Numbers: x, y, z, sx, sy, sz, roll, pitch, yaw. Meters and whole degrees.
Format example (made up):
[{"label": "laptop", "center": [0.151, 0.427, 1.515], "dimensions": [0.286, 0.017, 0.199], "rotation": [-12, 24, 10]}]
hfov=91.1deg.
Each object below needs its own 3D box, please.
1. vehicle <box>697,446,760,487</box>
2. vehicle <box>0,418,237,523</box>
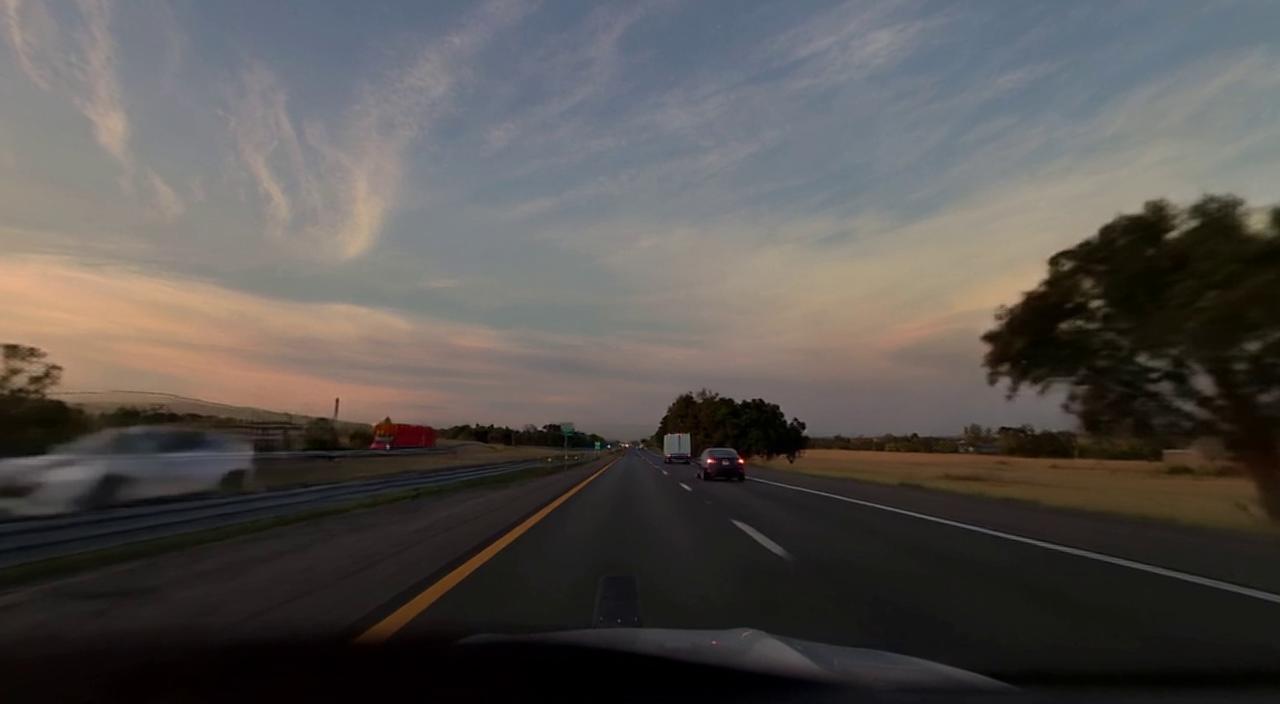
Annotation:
[{"label": "vehicle", "center": [3.446, 4.519, 25.084], "dimensions": [1.836, 1.459, 3.766], "rotation": [0, -9, -2]}, {"label": "vehicle", "center": [-9.397, 2.028, 11.118], "dimensions": [1.876, 1.500, 3.973], "rotation": [0, -9, 0]}]
